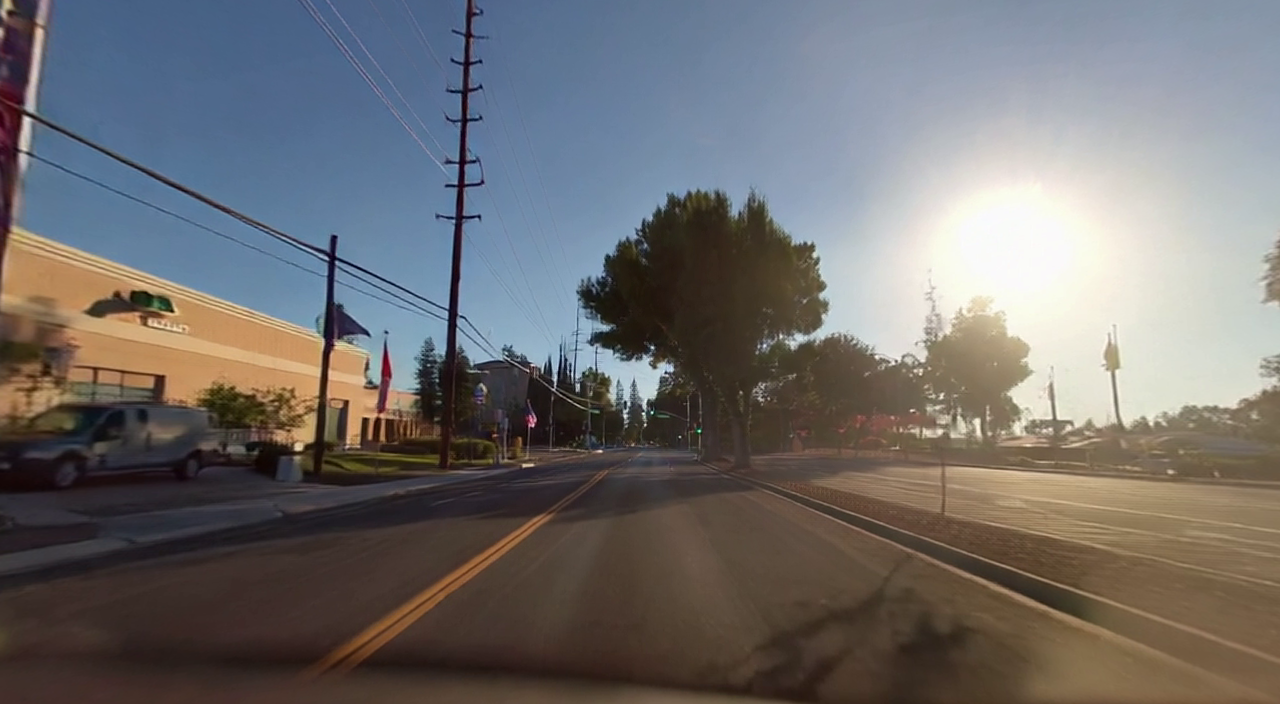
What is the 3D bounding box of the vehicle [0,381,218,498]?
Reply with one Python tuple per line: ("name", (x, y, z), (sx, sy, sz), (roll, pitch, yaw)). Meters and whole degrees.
("vehicle", (-13.171, 2.103, 15.127), (2.476, 2.256, 5.686), (1, -8, -5))
